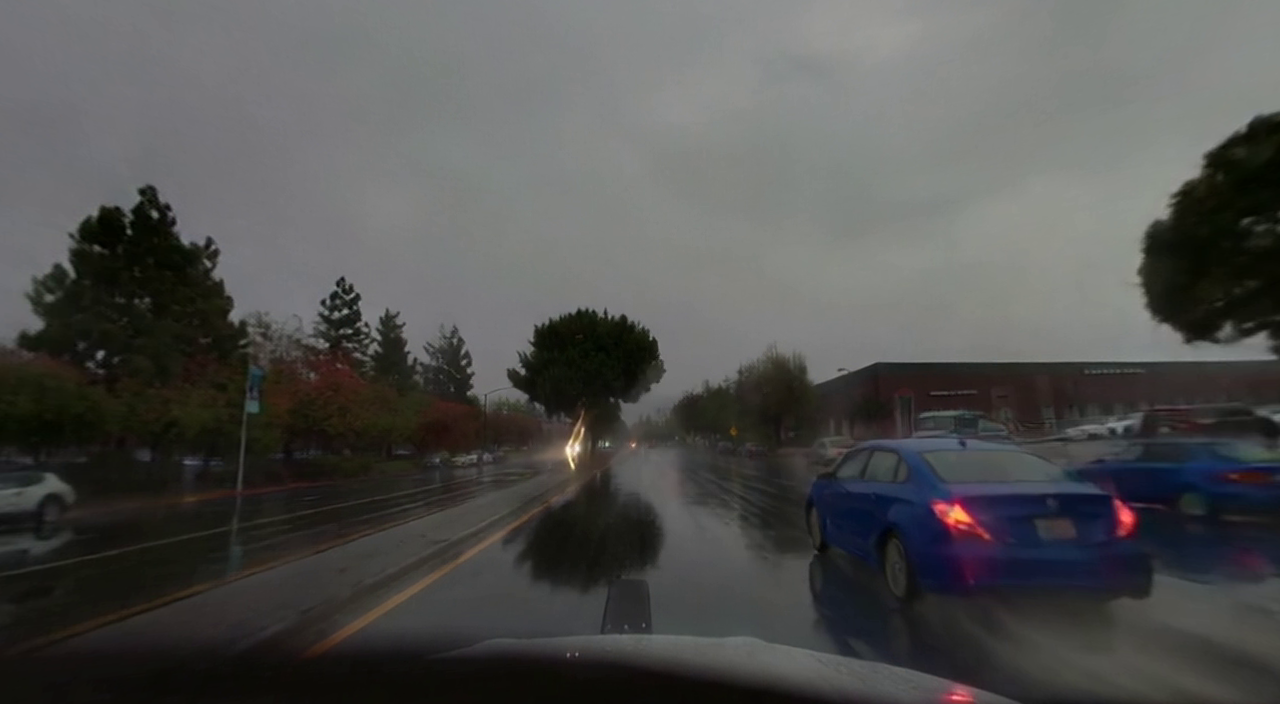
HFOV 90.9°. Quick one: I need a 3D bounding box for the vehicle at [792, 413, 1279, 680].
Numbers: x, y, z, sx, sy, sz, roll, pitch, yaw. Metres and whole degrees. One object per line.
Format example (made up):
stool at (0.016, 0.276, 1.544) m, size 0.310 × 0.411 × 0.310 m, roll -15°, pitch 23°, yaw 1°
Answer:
vehicle at (3.042, 1.397, 5.761) m, size 2.141 × 1.443 × 4.499 m, roll 0°, pitch -8°, yaw 0°
